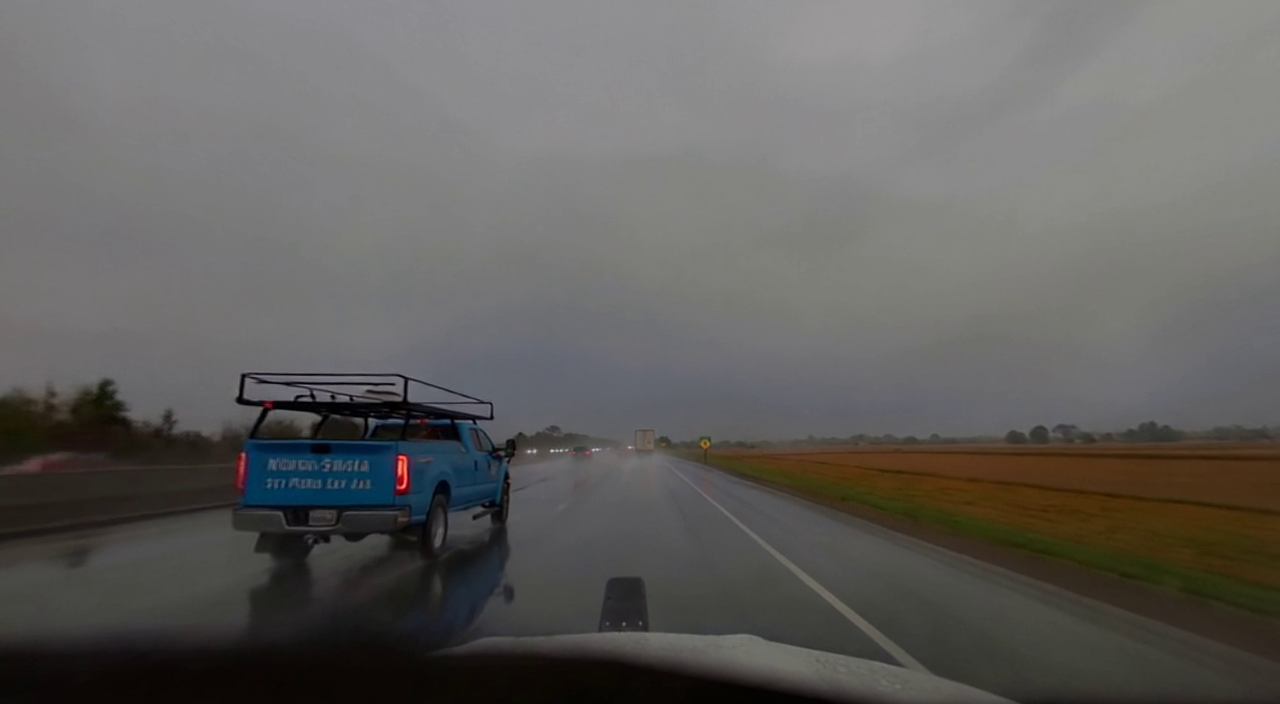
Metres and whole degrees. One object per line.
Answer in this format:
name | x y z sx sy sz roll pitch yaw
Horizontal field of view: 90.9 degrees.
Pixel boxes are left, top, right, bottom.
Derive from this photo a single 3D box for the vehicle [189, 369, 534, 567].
vehicle | -3.859 1.864 10.894 2.791 2.330 6.725 0 -8 1
